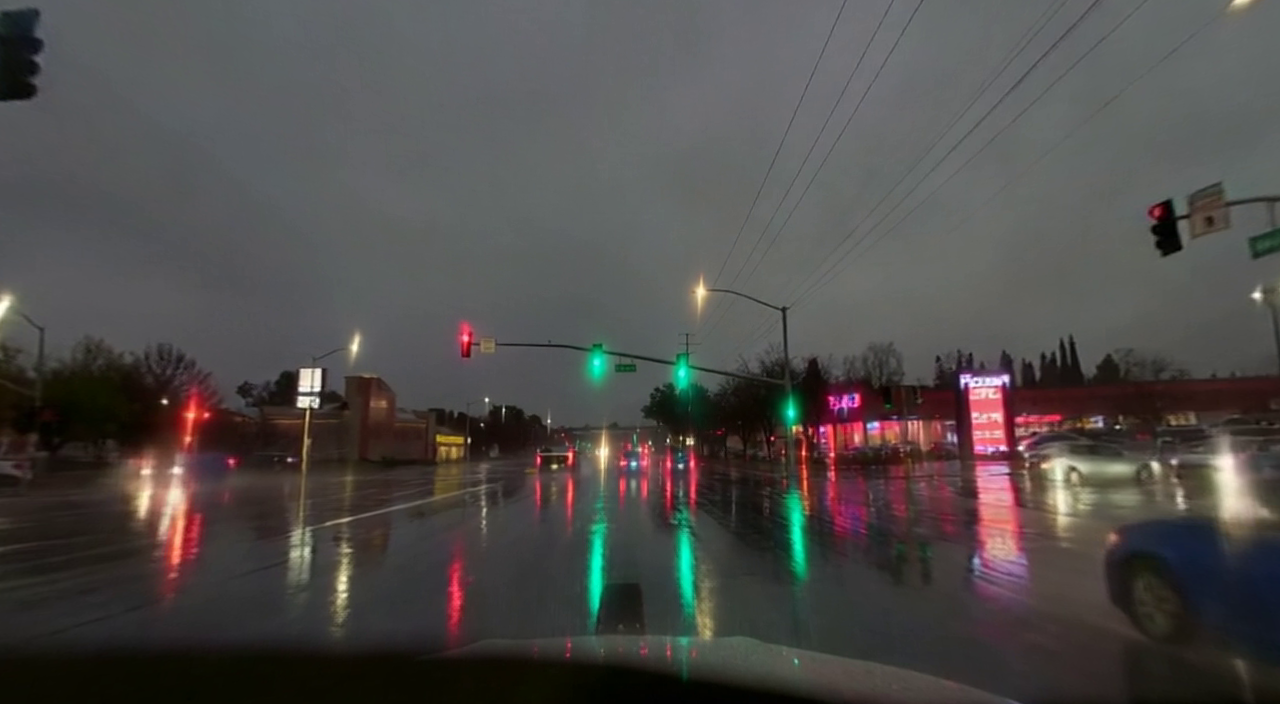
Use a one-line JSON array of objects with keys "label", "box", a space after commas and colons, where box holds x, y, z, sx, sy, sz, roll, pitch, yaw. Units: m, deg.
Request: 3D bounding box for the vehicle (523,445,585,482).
[{"label": "vehicle", "box": [-3.885, 5.116, 29.311, 2.035, 1.564, 4.702, -1, -9, 2]}]

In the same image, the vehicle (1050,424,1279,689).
[{"label": "vehicle", "box": [4.644, 1.094, 3.168, 2.119, 1.479, 4.910, -1, -9, 4]}]

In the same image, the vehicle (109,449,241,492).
[{"label": "vehicle", "box": [-21.828, 5.534, 30.073, 2.066, 1.835, 5.580, 0, -9, 0]}]

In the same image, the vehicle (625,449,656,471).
[{"label": "vehicle", "box": [0.001, 7.547, 44.445, 2.072, 1.473, 4.139, 0, -9, -1]}]
